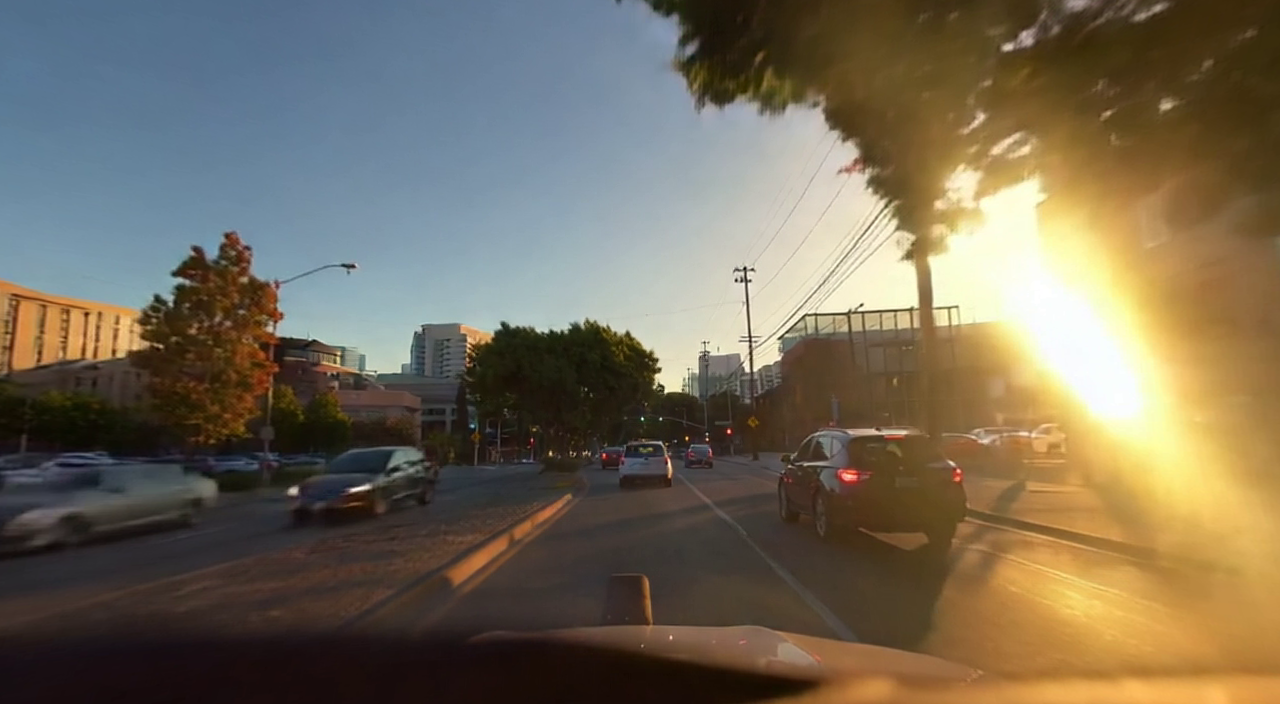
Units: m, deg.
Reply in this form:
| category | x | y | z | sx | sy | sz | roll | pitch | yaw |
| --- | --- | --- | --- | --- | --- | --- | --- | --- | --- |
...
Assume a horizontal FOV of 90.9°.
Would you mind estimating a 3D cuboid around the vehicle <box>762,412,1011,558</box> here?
| category | x | y | z | sx | sy | sz | roll | pitch | yaw |
| --- | --- | --- | --- | --- | --- | --- | --- | --- | --- |
| vehicle | 3.373 | 1.922 | 9.813 | 2.024 | 1.711 | 4.512 | 0 | -9 | 0 |

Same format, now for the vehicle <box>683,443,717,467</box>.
| category | x | y | z | sx | sy | sz | roll | pitch | yaw |
| --- | --- | --- | --- | --- | --- | --- | --- | --- | --- |
| vehicle | 3.938 | 6.876 | 42.152 | 1.880 | 1.503 | 4.130 | 0 | -9 | 0 |

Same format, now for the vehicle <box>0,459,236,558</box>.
| category | x | y | z | sx | sy | sz | roll | pitch | yaw |
| --- | --- | --- | --- | --- | --- | --- | --- | --- | --- |
| vehicle | -10.542 | 2.940 | 12.563 | 1.967 | 1.494 | 4.483 | 0 | -9 | 0 |

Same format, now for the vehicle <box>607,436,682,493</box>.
| category | x | y | z | sx | sy | sz | roll | pitch | yaw |
| --- | --- | --- | --- | --- | --- | --- | --- | --- | --- |
| vehicle | 0.133 | 3.615 | 20.634 | 2.200 | 1.653 | 4.127 | 0 | -9 | 0 |

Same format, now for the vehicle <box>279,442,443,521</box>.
| category | x | y | z | sx | sy | sz | roll | pitch | yaw |
| --- | --- | --- | --- | --- | --- | --- | --- | --- | --- |
| vehicle | -6.658 | 3.092 | 15.711 | 2.008 | 1.638 | 4.552 | 0 | -9 | 0 |

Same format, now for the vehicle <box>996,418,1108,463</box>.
| category | x | y | z | sx | sy | sz | roll | pitch | yaw |
| --- | --- | --- | --- | --- | --- | --- | --- | --- | --- |
| vehicle | 18.719 | 4.138 | 28.986 | 1.950 | 1.797 | 4.967 | -3 | -10 | 3 |
